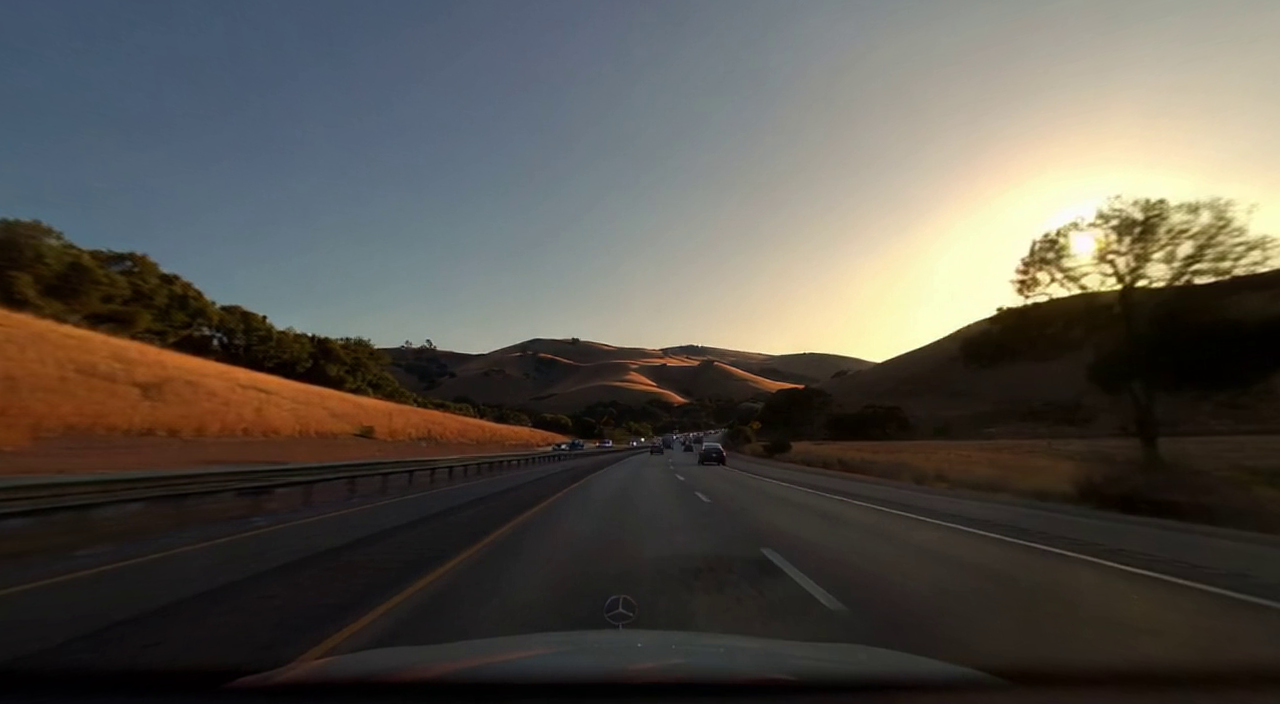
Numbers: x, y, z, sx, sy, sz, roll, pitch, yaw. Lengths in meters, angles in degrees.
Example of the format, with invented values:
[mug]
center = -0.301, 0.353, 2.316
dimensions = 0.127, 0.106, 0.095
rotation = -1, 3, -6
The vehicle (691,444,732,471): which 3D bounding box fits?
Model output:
[vehicle]
center = 4.159, 6.185, 37.038
dimensions = 1.943, 1.490, 4.246
rotation = 0, -8, 1
